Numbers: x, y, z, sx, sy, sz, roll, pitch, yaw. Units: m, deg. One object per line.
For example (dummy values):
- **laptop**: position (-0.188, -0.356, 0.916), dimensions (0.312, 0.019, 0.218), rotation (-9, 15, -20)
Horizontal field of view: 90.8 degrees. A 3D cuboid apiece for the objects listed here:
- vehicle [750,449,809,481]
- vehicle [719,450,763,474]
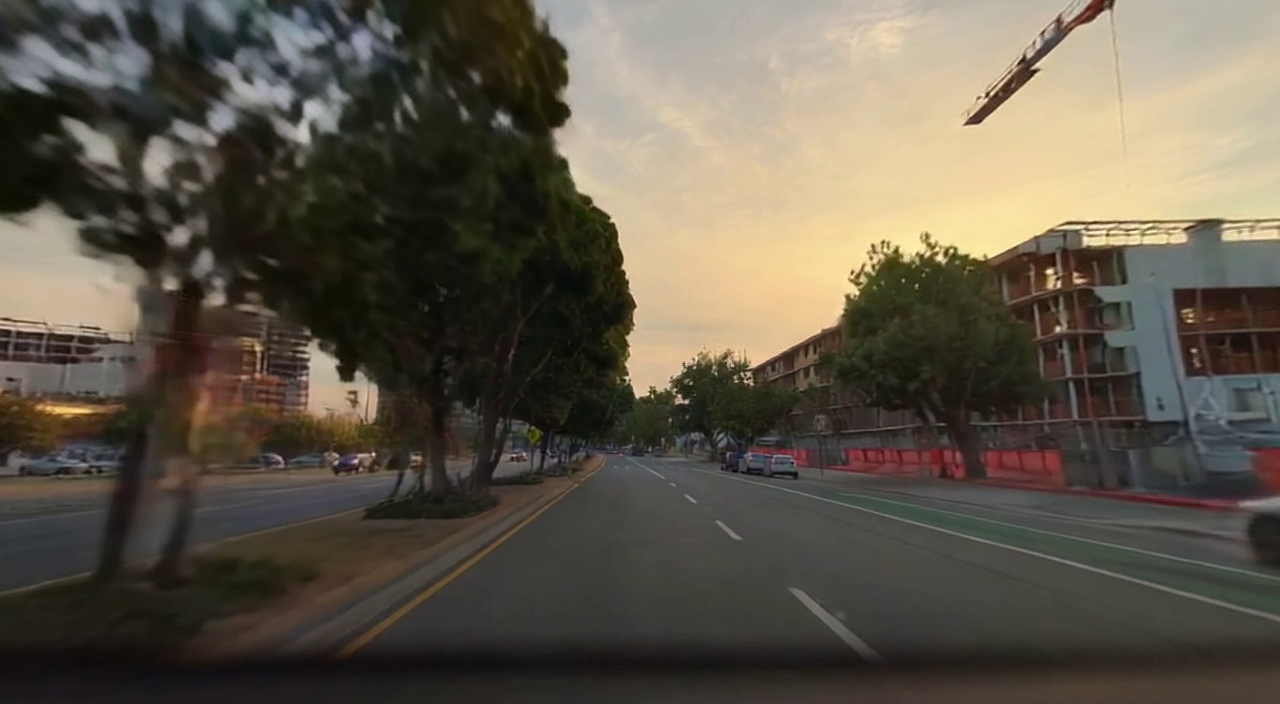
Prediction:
- **vehicle**: position (7.715, 6.265, 35.356), dimensions (1.974, 1.472, 4.654), rotation (4, -9, -3)
- **vehicle**: position (7.412, 8.111, 46.862), dimensions (1.977, 1.540, 4.307), rotation (5, -9, -8)
